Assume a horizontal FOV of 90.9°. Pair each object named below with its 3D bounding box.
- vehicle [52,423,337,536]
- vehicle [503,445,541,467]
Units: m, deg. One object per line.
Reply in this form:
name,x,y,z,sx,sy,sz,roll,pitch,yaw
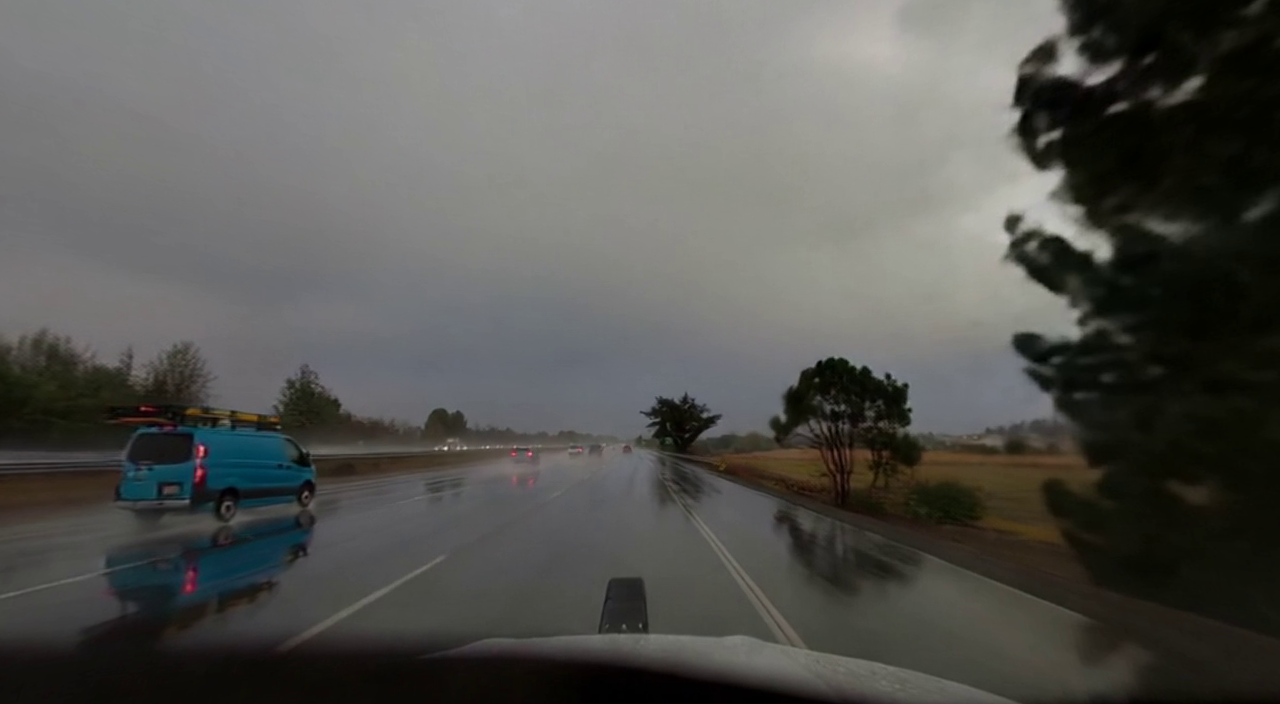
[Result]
vehicle,-8.183,2.373,12.379,2.093,1.752,4.771,0,-9,0
vehicle,-8.520,7.535,46.013,1.958,1.499,4.437,0,-9,0
